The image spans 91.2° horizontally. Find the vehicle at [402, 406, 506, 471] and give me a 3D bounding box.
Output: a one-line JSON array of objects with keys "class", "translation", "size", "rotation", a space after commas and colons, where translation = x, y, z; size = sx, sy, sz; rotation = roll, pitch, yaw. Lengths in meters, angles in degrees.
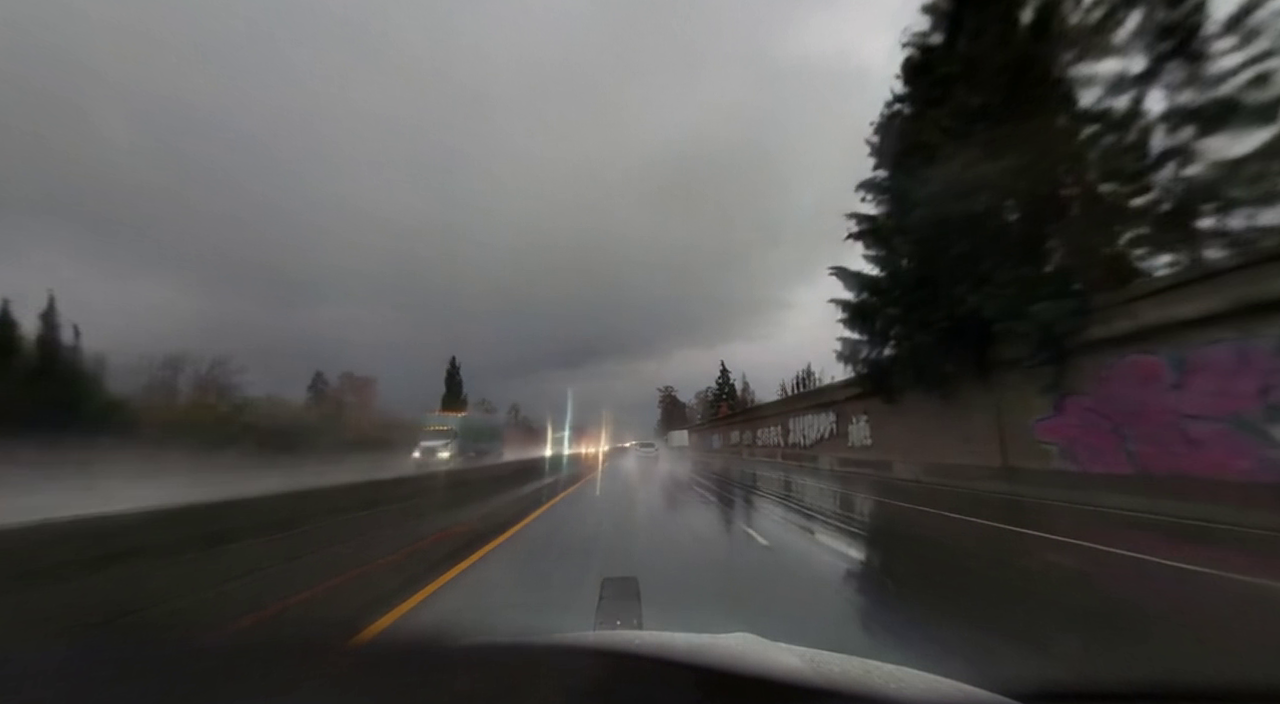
[{"class": "vehicle", "translation": [-13.365, 6.573, 46.953], "size": [3.286, 4.083, 14.078], "rotation": [-1, -9, 1]}]

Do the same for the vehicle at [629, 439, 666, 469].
[{"class": "vehicle", "translation": [0.400, 6.175, 37.967], "size": [2.095, 1.671, 4.219], "rotation": [0, -9, -1]}]
